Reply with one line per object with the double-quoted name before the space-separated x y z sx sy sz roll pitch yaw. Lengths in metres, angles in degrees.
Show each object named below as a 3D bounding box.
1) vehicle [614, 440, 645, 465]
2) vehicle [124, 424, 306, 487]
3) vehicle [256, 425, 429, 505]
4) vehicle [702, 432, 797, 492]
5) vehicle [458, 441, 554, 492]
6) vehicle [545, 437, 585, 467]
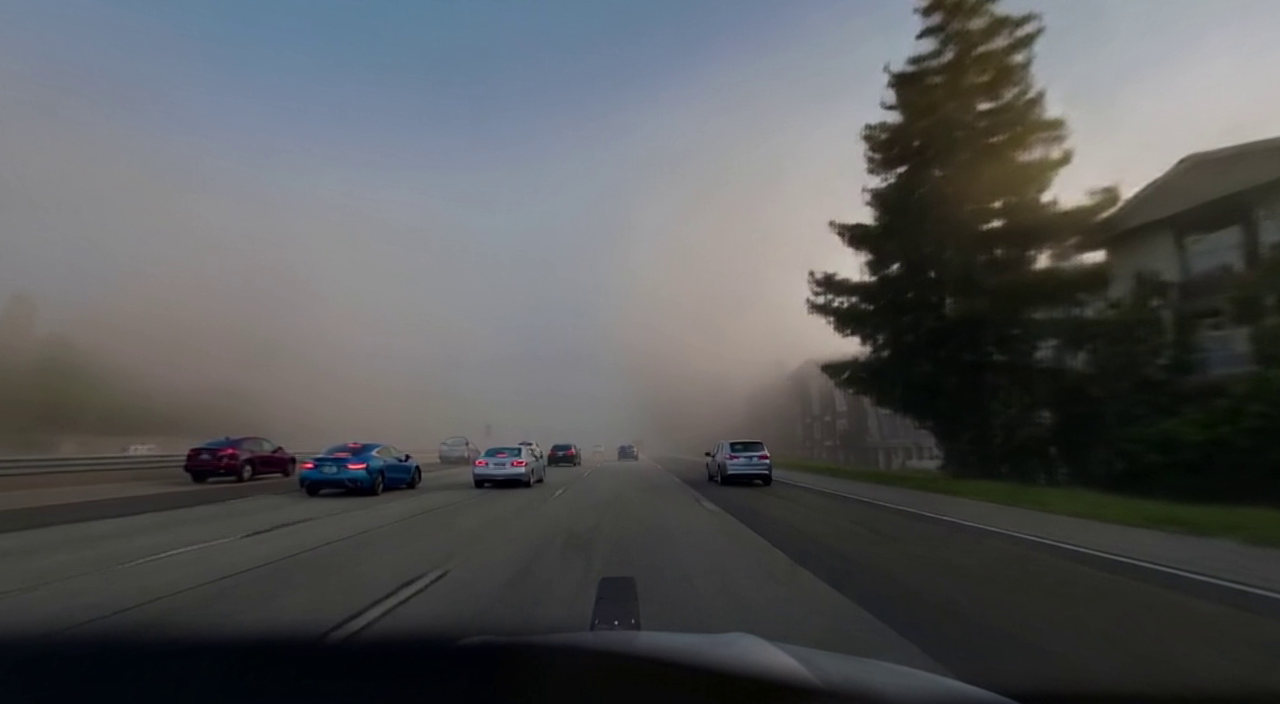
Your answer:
"vehicle" -0.707 6.989 44.125 2.053 1.650 3.945 0 -8 -1
"vehicle" -15.400 3.799 23.578 2.396 1.999 6.333 0 -8 0
"vehicle" -7.487 2.898 16.677 2.086 1.776 5.080 0 -8 0
"vehicle" 3.287 3.414 19.924 2.061 1.658 4.417 0 -8 -2
"vehicle" -4.168 3.628 20.434 2.124 1.426 4.444 0 -8 0
"vehicle" -4.673 6.332 40.074 2.044 1.774 4.329 0 -8 0
